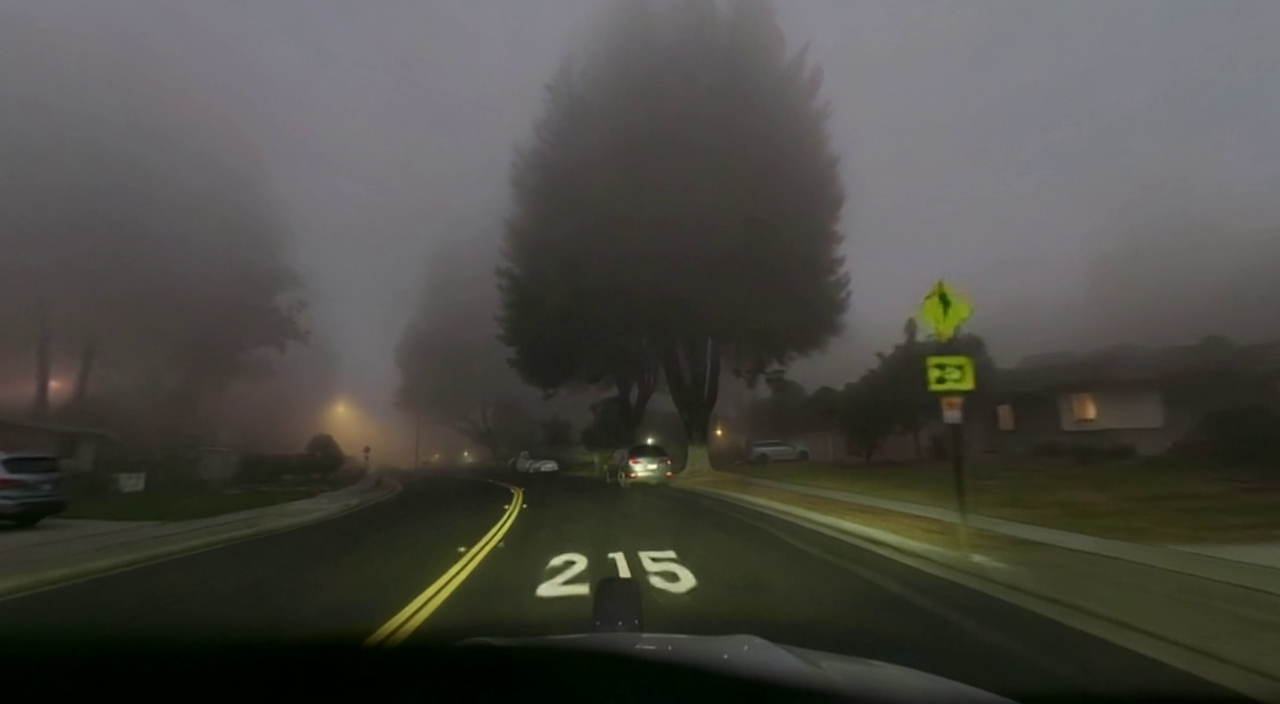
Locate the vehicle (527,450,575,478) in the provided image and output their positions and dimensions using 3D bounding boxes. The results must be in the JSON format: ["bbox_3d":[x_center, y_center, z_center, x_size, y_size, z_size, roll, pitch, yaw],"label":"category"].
[{"bbox_3d":[-5.898,7.318,41.439,1.965,1.663,4.744,3,-9,-22],"label":"vehicle"}]

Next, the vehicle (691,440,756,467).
[{"bbox_3d":[5.332,6.398,40.142,4.157,1.431,1.753,4,-8,-41],"label":"vehicle"}]

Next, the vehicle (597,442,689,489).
[{"bbox_3d":[-0.059,4.091,23.201,2.181,1.494,5.023,1,-9,-14],"label":"vehicle"}]

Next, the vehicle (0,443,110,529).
[{"bbox_3d":[-13.736,2.610,12.337,4.664,1.580,1.973,2,-9,-18],"label":"vehicle"}]

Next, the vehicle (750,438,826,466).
[{"bbox_3d":[8.500,5.691,36.084,4.253,1.458,1.900,6,-11,-37],"label":"vehicle"}]

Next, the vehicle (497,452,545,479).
[{"bbox_3d":[-9.170,8.601,48.223,2.180,1.849,5.423,4,-9,-26],"label":"vehicle"}]
